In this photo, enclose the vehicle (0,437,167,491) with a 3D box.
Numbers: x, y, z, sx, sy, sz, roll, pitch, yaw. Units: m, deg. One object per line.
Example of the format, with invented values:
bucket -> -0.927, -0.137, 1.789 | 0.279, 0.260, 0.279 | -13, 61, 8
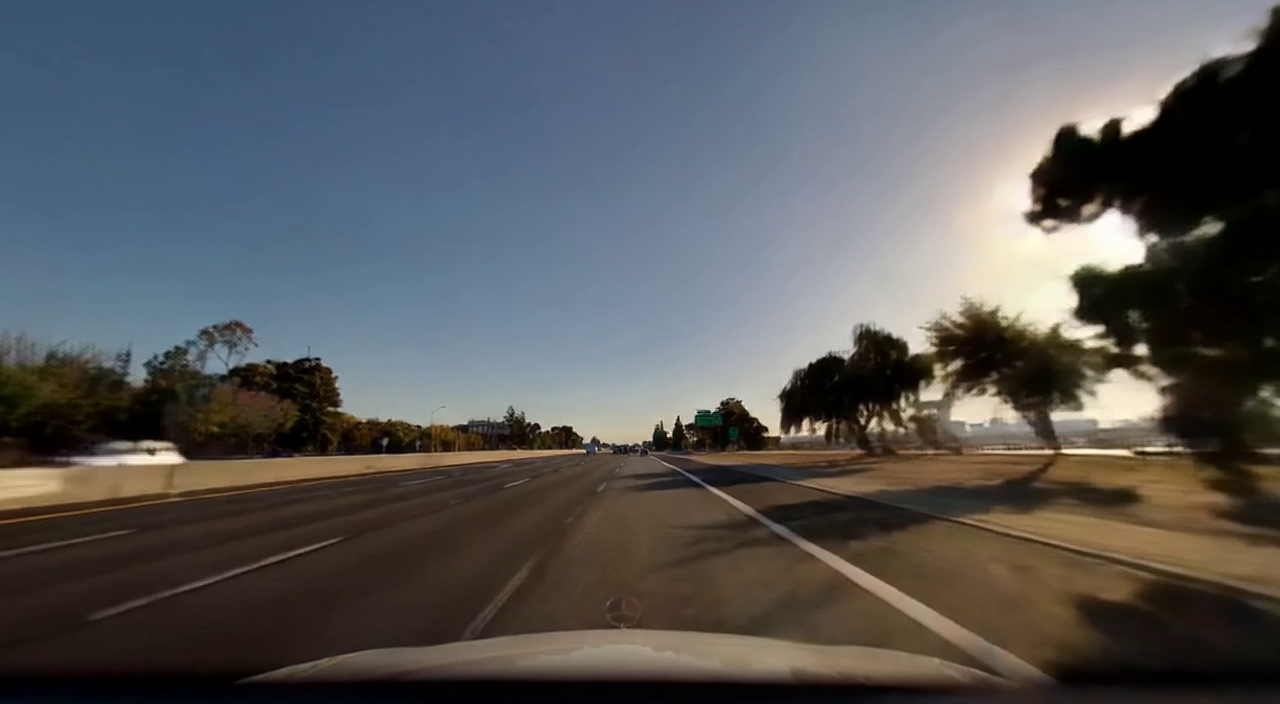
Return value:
vehicle -> -19.535, 3.880, 22.004 | 2.049, 1.633, 5.058 | -1, -9, 0
